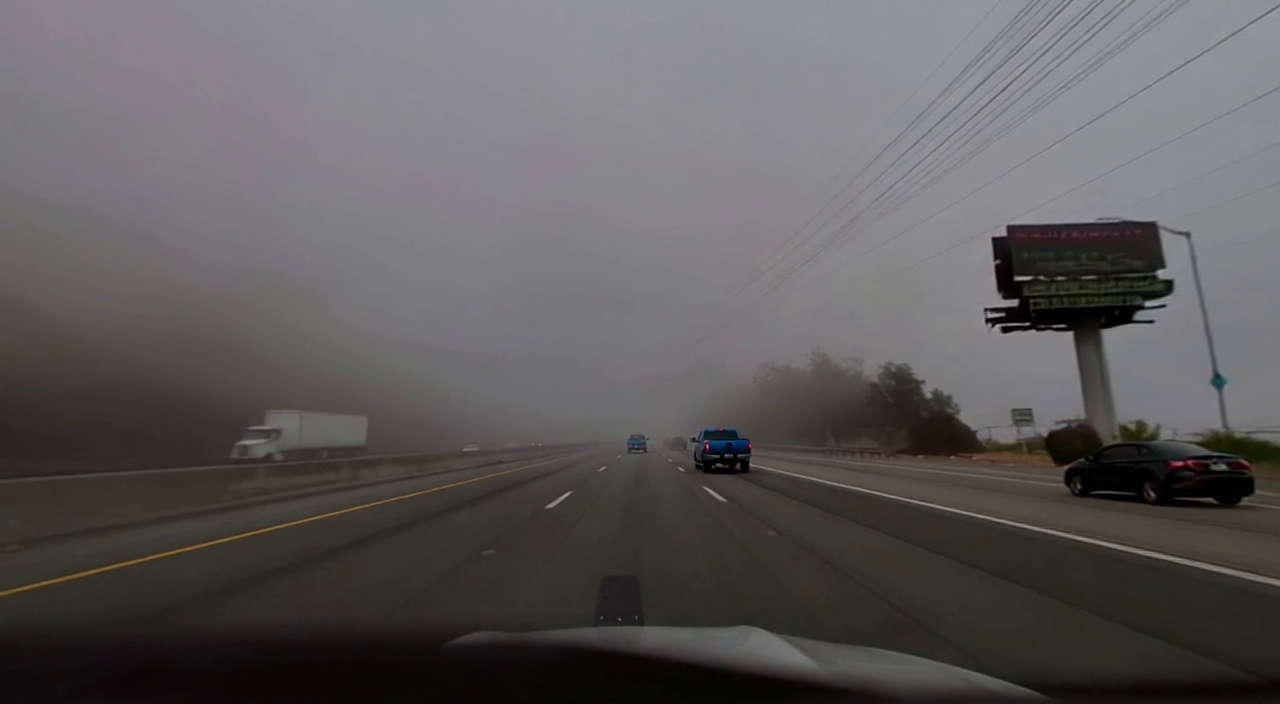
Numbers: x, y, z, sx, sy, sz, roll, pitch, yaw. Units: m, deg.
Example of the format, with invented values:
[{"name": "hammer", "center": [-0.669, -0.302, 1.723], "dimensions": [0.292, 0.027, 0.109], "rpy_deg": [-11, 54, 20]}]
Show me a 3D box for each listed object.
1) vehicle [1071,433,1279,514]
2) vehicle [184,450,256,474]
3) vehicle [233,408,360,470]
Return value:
[{"name": "vehicle", "center": [12.128, 2.563, 13.840], "dimensions": [2.076, 1.470, 4.644], "rpy_deg": [0, -8, 1]}, {"name": "vehicle", "center": [-28.502, 7.438, 42.839], "dimensions": [1.947, 1.483, 4.263], "rpy_deg": [0, -8, 0]}, {"name": "vehicle", "center": [-24.635, 6.434, 46.238], "dimensions": [2.978, 4.010, 11.230], "rpy_deg": [0, -8, 0]}]
